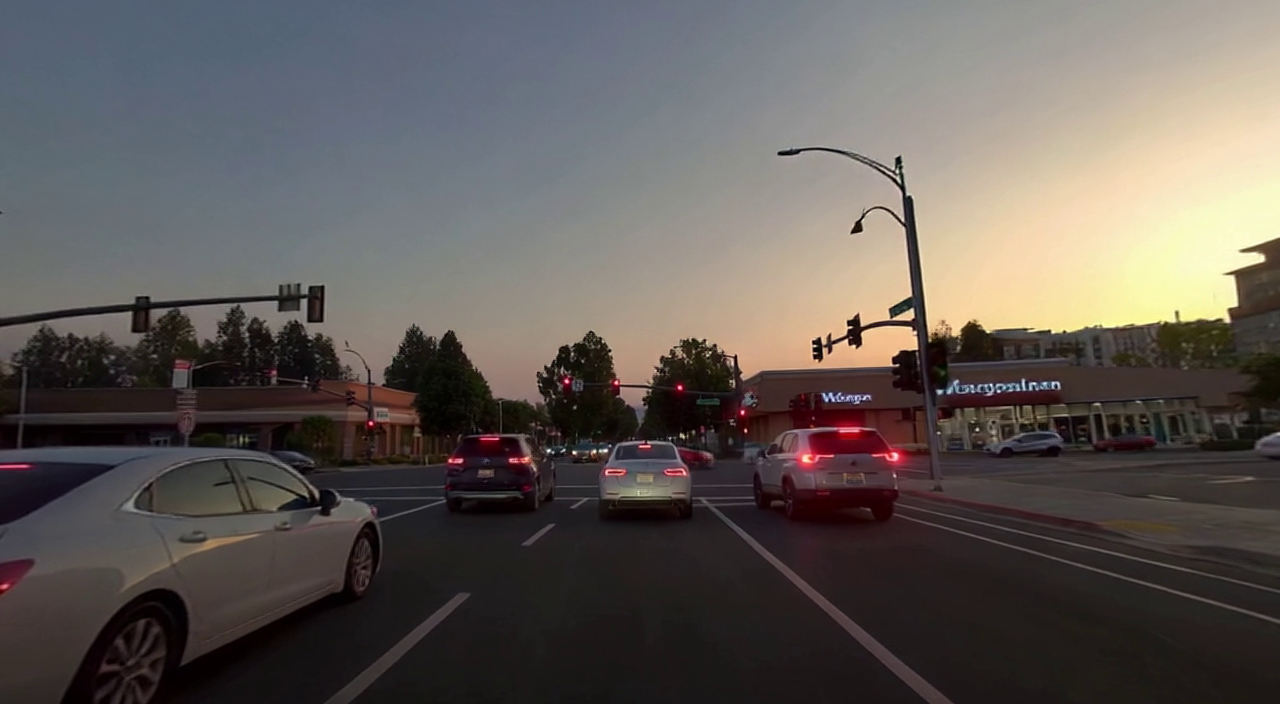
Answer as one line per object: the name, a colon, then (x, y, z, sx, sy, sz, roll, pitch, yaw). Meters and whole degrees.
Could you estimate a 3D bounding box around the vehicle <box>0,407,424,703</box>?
vehicle: (-3.331, 1.270, 4.396, 2.014, 1.472, 4.357, 0, -9, 1)

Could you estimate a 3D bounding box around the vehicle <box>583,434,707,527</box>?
vehicle: (0.122, 2.426, 12.393, 2.032, 1.499, 3.994, 0, -9, 1)

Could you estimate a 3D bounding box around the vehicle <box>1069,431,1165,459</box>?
vehicle: (30.545, 5.984, 40.420, 4.432, 1.680, 1.932, 0, -9, 2)

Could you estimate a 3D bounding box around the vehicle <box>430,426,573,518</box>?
vehicle: (-2.824, 2.574, 13.913, 2.072, 1.694, 4.070, 0, -9, 2)

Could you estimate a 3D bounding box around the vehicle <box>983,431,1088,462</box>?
vehicle: (23.287, 5.595, 37.233, 4.781, 1.700, 1.986, 0, -9, 1)

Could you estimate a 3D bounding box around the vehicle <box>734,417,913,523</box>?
vehicle: (3.309, 2.252, 12.449, 2.076, 1.691, 4.402, 0, -9, -2)
